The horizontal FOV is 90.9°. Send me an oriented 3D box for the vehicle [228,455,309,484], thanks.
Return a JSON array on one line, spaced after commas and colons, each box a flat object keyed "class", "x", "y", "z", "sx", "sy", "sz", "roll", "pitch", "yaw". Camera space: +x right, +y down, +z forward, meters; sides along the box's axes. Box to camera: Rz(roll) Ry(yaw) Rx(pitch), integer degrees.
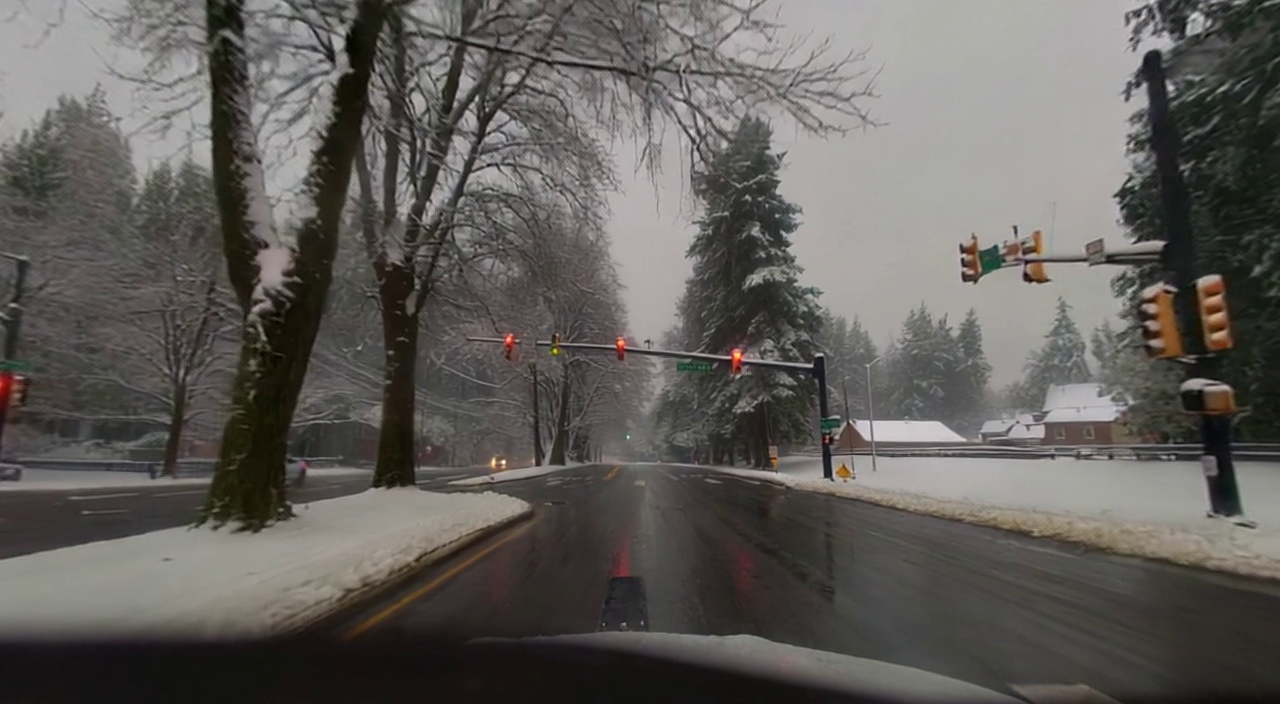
[{"class": "vehicle", "x": -21.034, "y": 6.633, "z": 35.897, "sx": 1.965, "sy": 1.475, "sz": 4.269, "roll": 0, "pitch": -8, "yaw": 1}]
